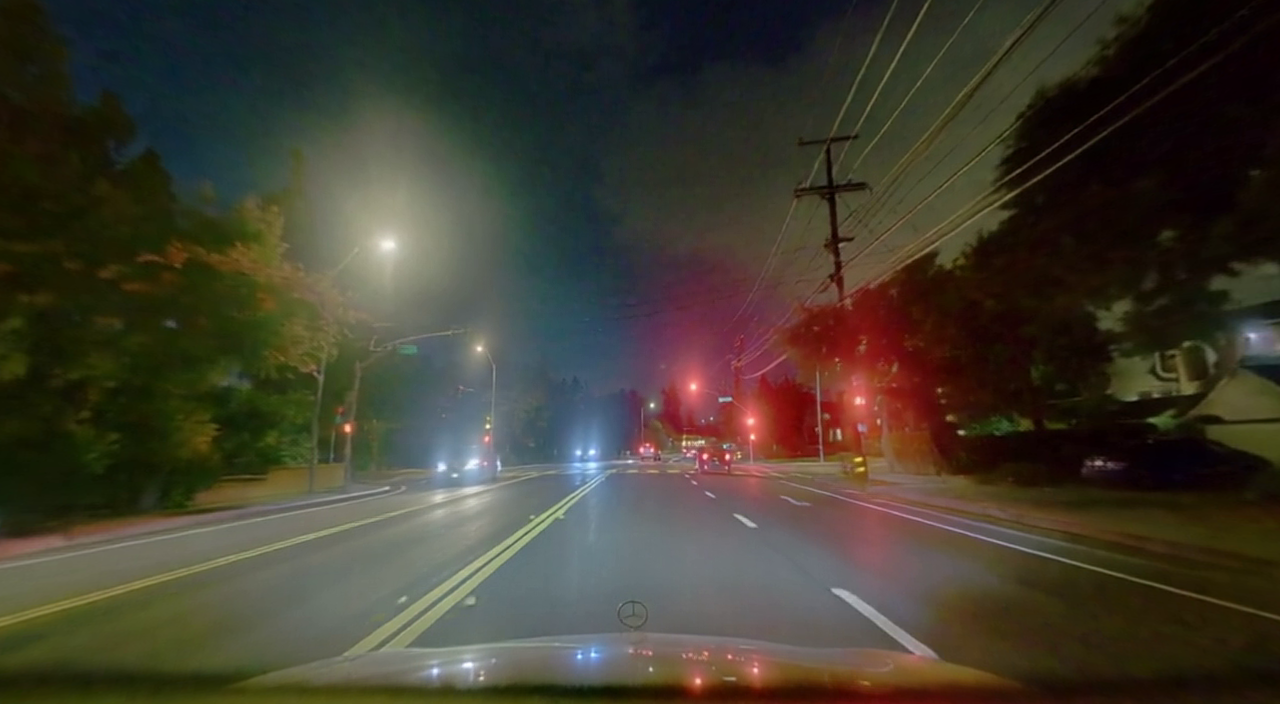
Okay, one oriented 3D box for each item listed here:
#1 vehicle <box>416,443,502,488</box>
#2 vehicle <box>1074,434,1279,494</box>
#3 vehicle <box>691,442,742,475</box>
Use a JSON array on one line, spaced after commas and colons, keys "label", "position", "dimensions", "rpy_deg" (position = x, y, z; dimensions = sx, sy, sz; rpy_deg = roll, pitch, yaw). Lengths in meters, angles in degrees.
[{"label": "vehicle", "position": [-7.266, 4.583, 25.814], "dimensions": [2.126, 1.645, 4.493], "rpy_deg": [0, -8, 1]}, {"label": "vehicle", "position": [14.699, 2.973, 16.935], "dimensions": [4.838, 1.474, 1.873], "rpy_deg": [1, -8, -6]}, {"label": "vehicle", "position": [3.722, 5.264, 31.418], "dimensions": [1.951, 1.479, 4.487], "rpy_deg": [0, -8, -1]}]
